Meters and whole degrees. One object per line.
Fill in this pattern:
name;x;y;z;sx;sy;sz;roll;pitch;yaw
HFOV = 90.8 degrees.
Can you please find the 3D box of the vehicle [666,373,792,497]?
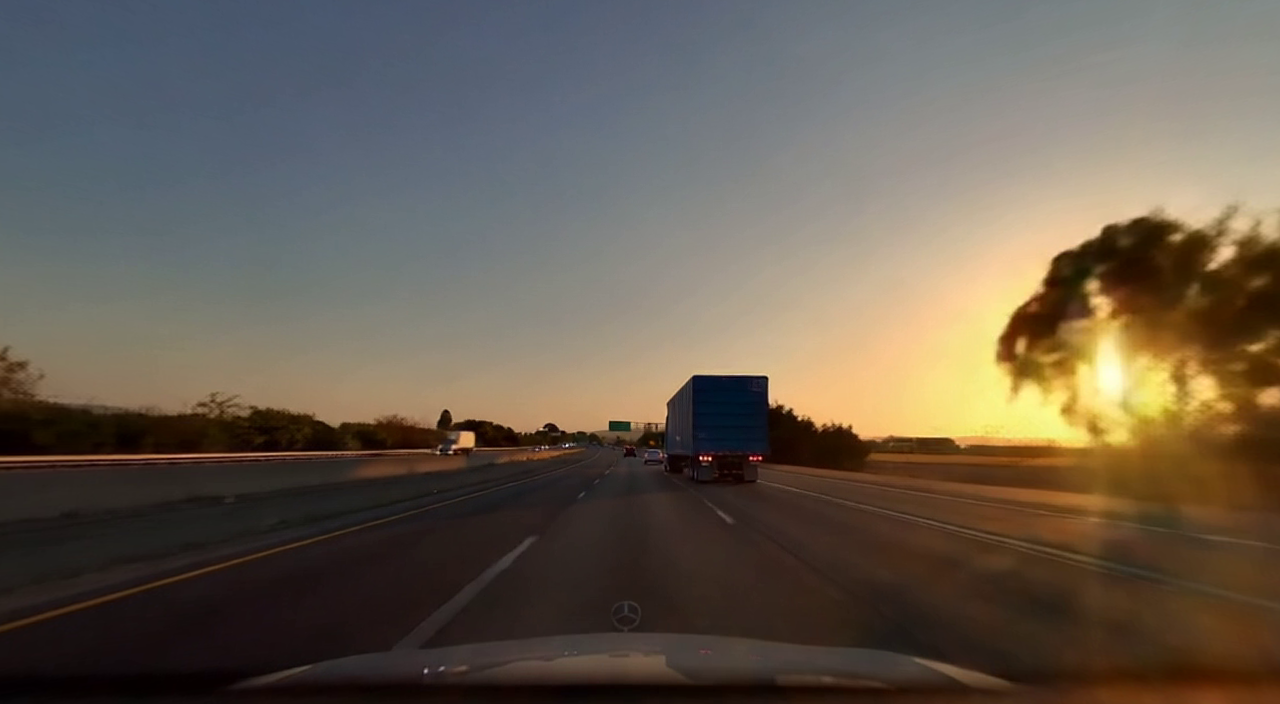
vehicle;3.334;4.073;29.635;3.462;4.177;16.311;0;-9;0
